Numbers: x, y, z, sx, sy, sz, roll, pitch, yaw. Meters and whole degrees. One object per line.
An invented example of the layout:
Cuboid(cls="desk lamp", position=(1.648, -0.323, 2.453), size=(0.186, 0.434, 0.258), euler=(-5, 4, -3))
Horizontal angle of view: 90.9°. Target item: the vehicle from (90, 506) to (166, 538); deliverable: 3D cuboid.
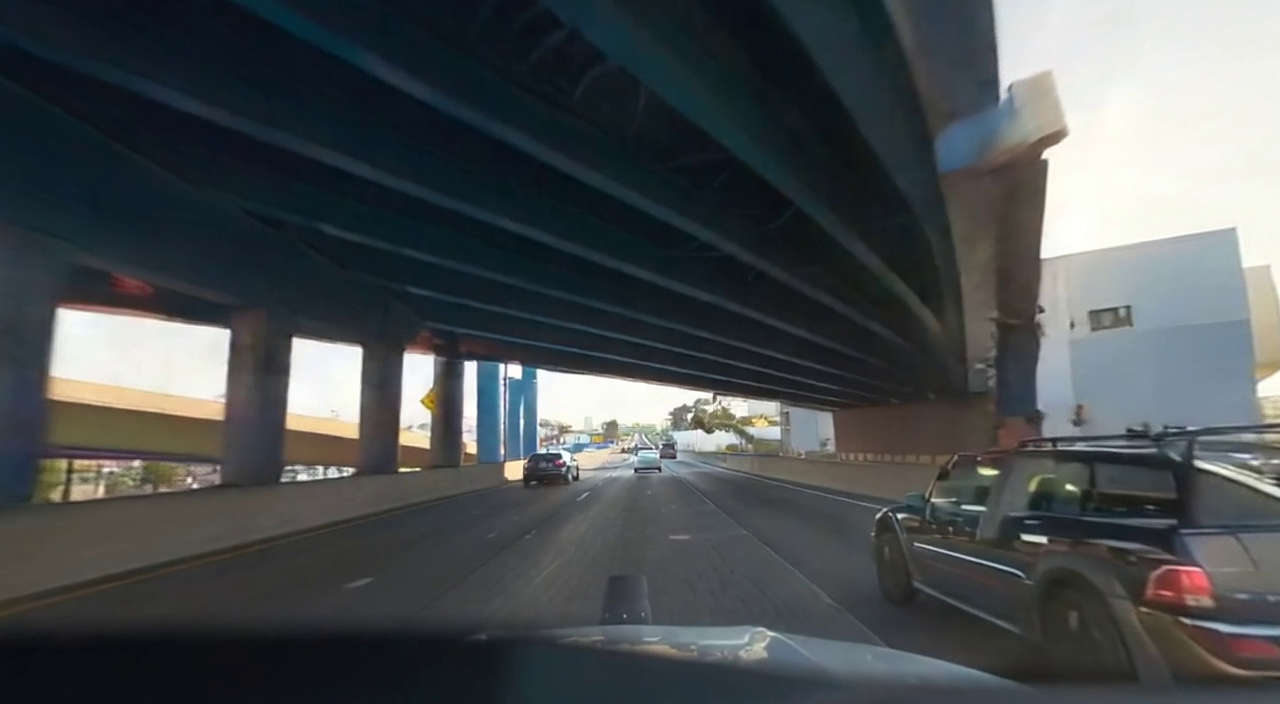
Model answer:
Cuboid(cls="vehicle", position=(-34.189, 11.322, 42.244), size=(1.824, 1.592, 4.088), euler=(0, -8, -4))

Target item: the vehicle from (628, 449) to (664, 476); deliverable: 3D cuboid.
Cuboid(cls="vehicle", position=(0.264, 6.114, 35.209), size=(1.877, 1.386, 3.872), euler=(0, -8, -1))

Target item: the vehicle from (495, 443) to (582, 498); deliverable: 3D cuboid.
Cuboid(cls="vehicle", position=(-3.173, 3.777, 20.643), size=(2.064, 1.589, 4.213), euler=(0, -8, 1))

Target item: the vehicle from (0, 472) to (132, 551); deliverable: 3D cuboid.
Cuboid(cls="vehicle", position=(-37.654, 9.666, 38.745), size=(2.833, 3.977, 12.868), euler=(0, -8, -3))
